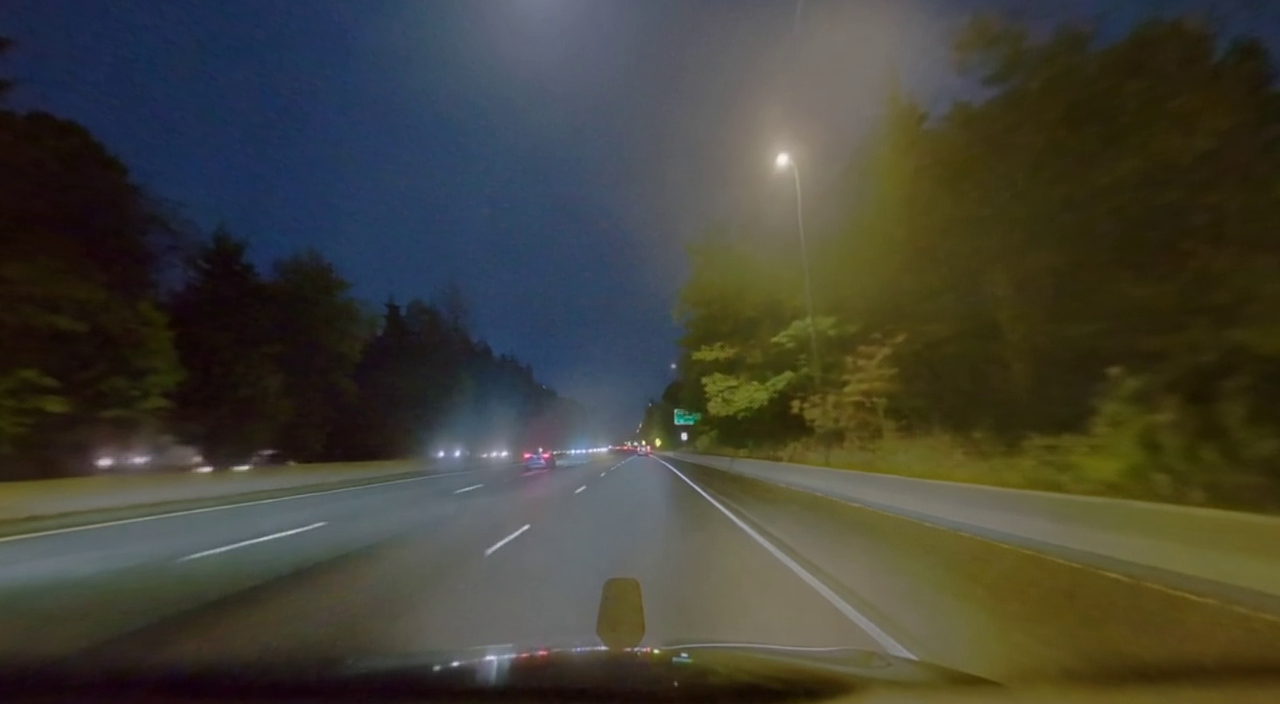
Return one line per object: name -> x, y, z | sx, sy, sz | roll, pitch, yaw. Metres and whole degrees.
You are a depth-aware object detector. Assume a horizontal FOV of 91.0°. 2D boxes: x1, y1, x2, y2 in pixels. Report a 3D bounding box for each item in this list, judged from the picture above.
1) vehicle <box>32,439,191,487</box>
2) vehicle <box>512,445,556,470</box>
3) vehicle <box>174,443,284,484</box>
vehicle -> -25.130, 5.272, 30.380 | 2.409, 2.043, 5.924 | 0, -9, 1
vehicle -> -7.079, 7.110, 42.571 | 2.094, 1.579, 4.655 | 0, -9, 1
vehicle -> -17.961, 4.875, 27.801 | 1.915, 1.629, 4.208 | 0, -9, 2
